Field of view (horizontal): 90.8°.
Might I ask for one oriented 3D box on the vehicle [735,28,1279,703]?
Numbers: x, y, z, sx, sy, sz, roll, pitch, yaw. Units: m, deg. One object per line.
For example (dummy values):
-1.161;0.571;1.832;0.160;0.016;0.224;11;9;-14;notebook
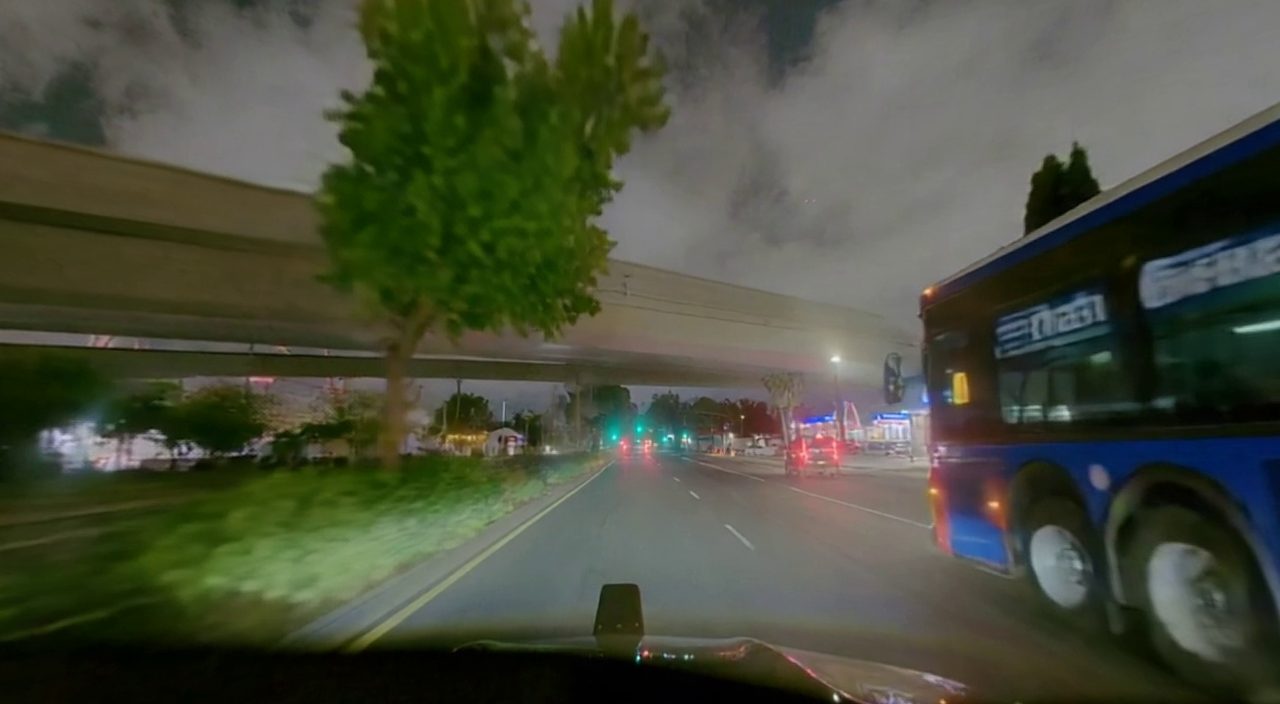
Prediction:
4.115;0.946;8.156;3.043;3.162;13.806;0;-8;-3;vehicle
